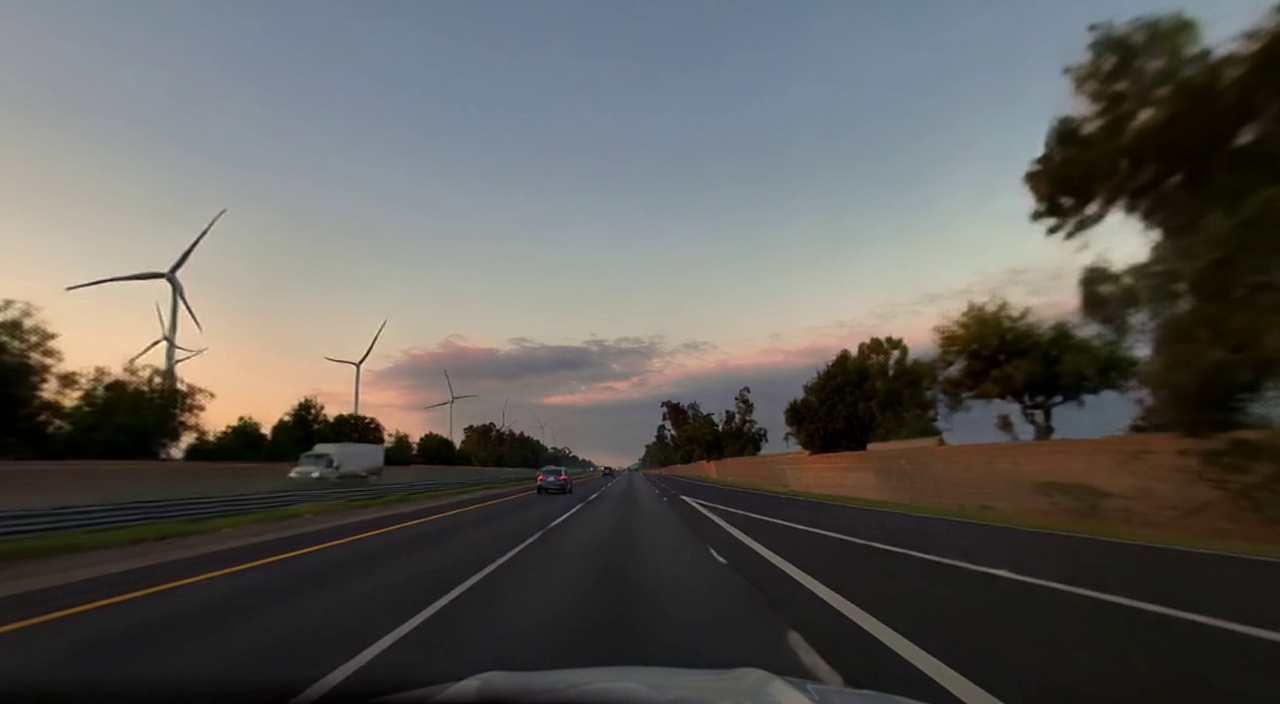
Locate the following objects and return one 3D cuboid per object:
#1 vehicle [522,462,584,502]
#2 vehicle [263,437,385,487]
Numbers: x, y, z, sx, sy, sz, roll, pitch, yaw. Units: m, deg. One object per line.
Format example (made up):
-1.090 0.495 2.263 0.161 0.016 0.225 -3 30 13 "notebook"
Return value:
-3.564 5.394 26.354 2.001 1.486 4.104 1 -11 0 "vehicle"
-16.916 6.060 34.403 2.631 2.373 7.899 1 -11 -1 "vehicle"
